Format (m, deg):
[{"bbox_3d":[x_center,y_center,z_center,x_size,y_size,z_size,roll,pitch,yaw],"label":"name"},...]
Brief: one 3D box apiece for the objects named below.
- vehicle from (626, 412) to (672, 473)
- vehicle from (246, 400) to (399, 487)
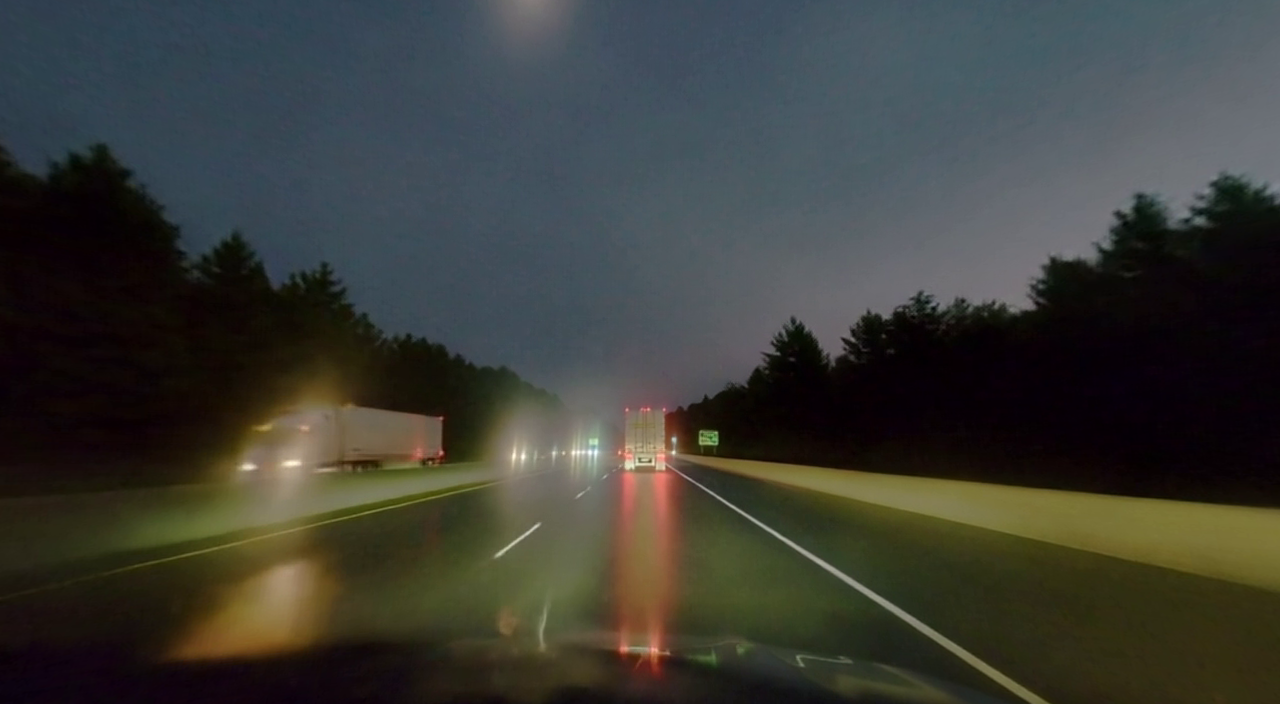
[{"bbox_3d":[0.591,6.772,46.706,3.024,3.965,10.399,0,-9,0],"label":"vehicle"},{"bbox_3d":[-16.859,5.088,34.751,2.940,4.033,10.221,0,-9,1],"label":"vehicle"}]
